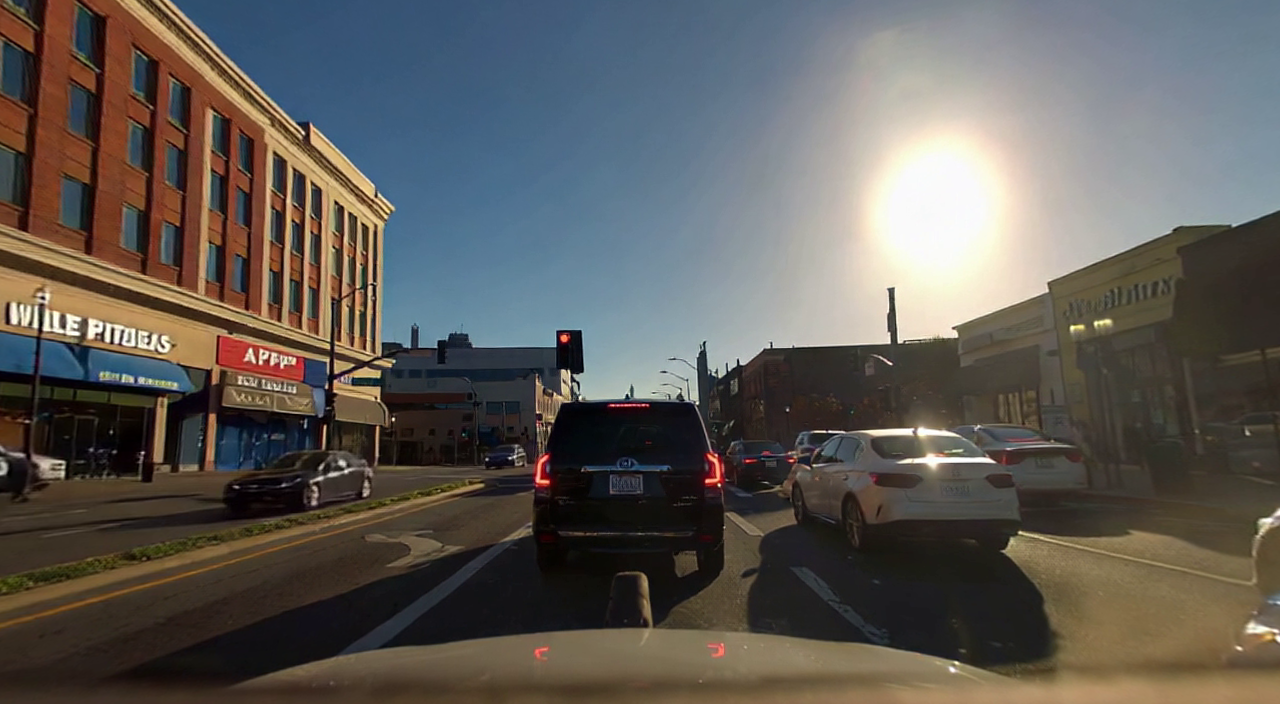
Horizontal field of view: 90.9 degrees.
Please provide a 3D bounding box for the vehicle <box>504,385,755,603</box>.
[{"bbox_3d":[-0.009,1.537,7.669,2.154,1.861,4.280,0,-8,2],"label":"vehicle"}]

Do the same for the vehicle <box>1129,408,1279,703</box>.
[{"bbox_3d":[3.370,0.728,0.806,1.884,1.484,4.609,0,-8,2],"label":"vehicle"}]

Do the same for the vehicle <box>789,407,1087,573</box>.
[{"bbox_3d":[3.620,1.756,8.787,2.036,1.719,4.318,0,-8,0],"label":"vehicle"}]

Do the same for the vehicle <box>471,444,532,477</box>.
[{"bbox_3d":[-7.800,6.150,35.972,2.095,1.730,4.607,-1,-8,4],"label":"vehicle"}]

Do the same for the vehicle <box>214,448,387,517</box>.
[{"bbox_3d":[-8.291,3.179,15.958,1.930,1.484,4.252,0,-8,2],"label":"vehicle"}]
